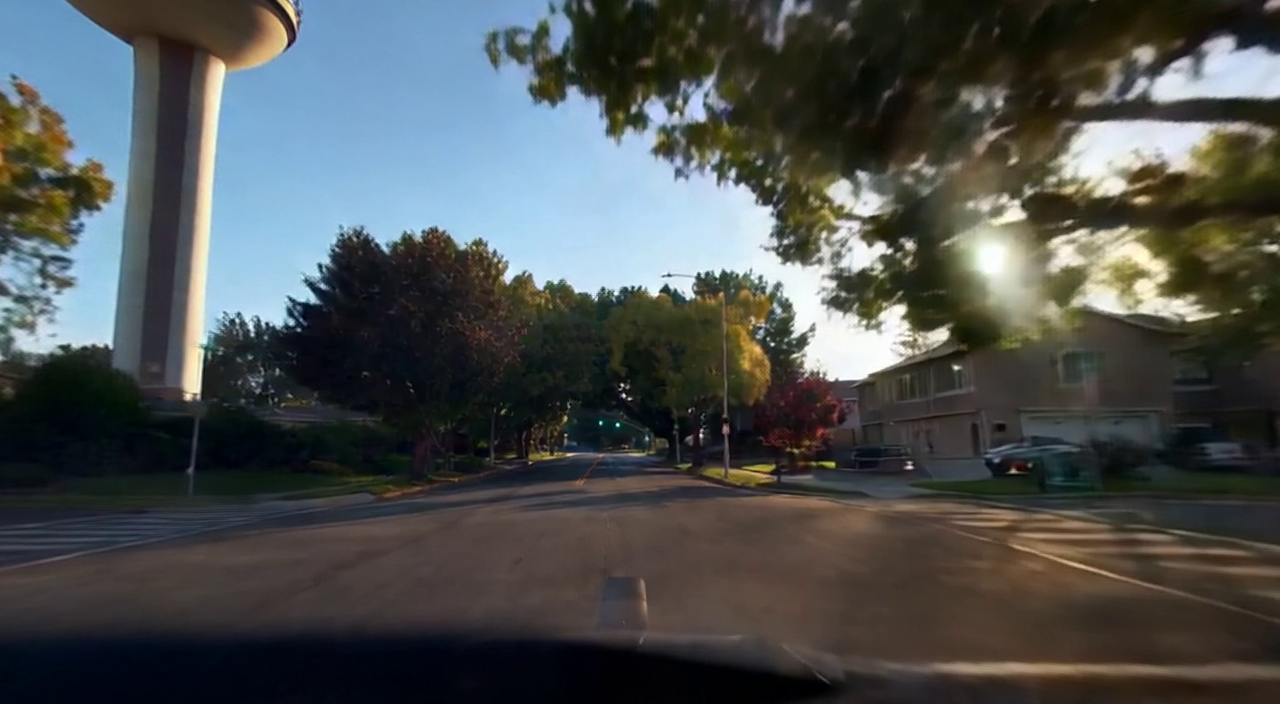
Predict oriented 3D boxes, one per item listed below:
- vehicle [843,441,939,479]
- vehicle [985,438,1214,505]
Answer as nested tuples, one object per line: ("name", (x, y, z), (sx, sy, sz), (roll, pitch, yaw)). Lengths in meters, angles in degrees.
("vehicle", (9.845, 4.213, 24.724), (3.191, 1.365, 1.458), (-6, -10, 36))
("vehicle", (11.958, 3.113, 16.632), (4.448, 1.637, 1.881), (-1, -9, 5))
